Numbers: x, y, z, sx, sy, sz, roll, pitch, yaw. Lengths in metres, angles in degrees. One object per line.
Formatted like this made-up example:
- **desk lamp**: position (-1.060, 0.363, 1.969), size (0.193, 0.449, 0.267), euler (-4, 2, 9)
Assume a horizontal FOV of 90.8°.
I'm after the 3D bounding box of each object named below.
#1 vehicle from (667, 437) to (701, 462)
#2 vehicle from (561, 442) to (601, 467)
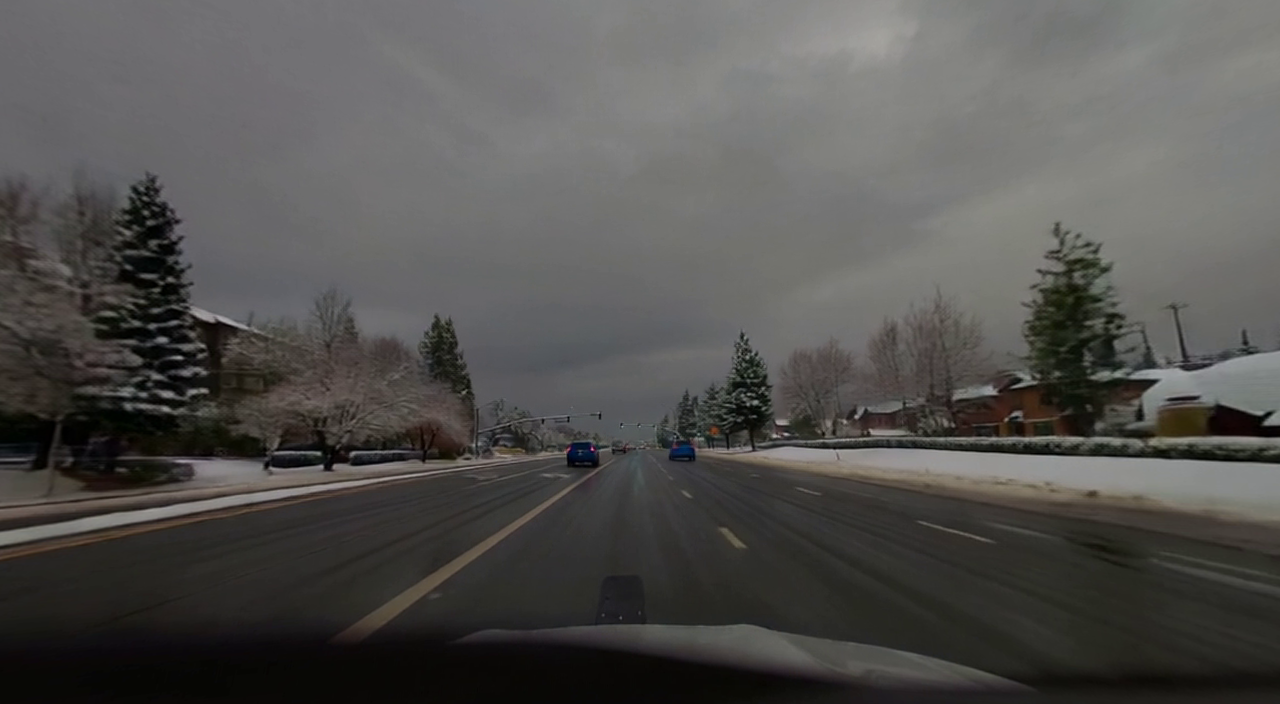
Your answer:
- **vehicle**: position (3.127, 6.994, 45.477), size (2.072, 1.696, 4.177), euler (0, -8, -1)
- **vehicle**: position (-3.687, 6.505, 40.316), size (2.112, 1.471, 4.212), euler (0, -8, 1)
